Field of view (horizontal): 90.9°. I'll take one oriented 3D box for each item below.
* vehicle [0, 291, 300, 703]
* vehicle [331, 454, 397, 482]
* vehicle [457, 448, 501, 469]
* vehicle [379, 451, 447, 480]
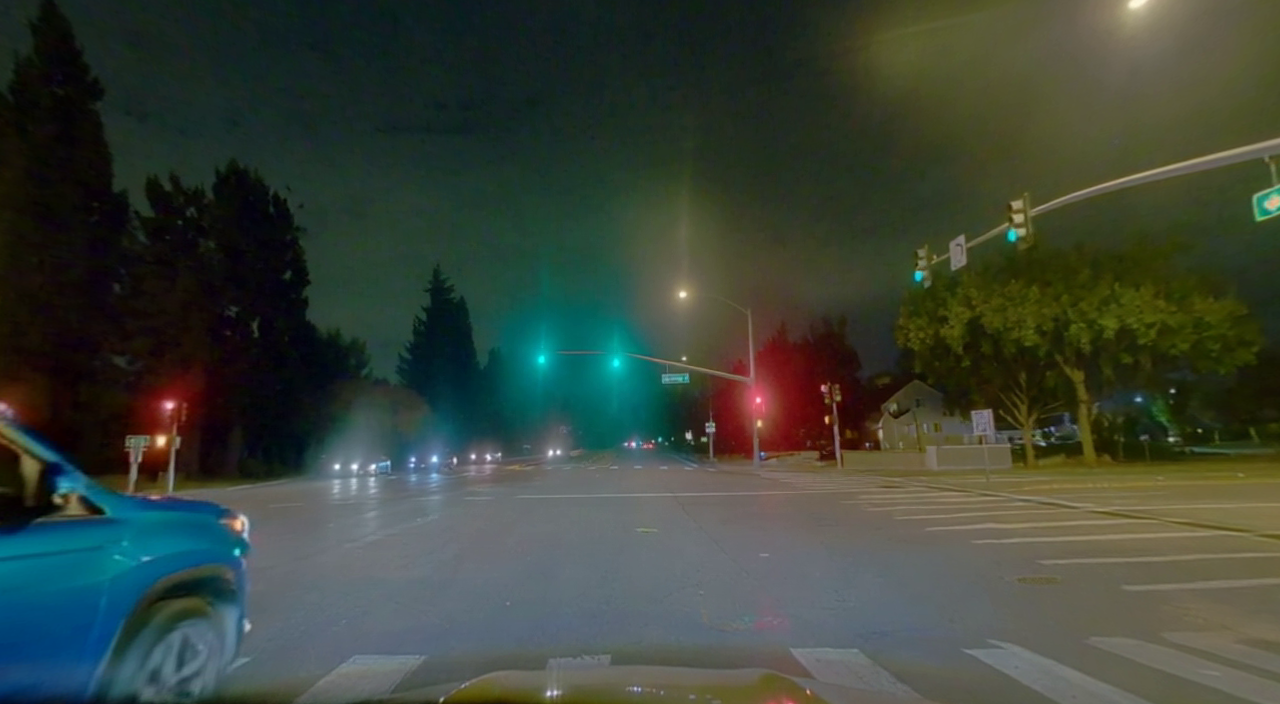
[{"bbox_3d":[-3.110,0.633,1.436,2.123,1.799,4.425,0,-8,1],"label":"vehicle"},{"bbox_3d":[-16.138,6.789,37.102,1.830,1.440,4.351,0,-8,1],"label":"vehicle"},{"bbox_3d":[-11.843,7.848,46.508,1.980,1.452,4.318,0,-8,2],"label":"vehicle"},{"bbox_3d":[-12.554,6.269,35.162,2.028,1.455,4.421,0,-8,2],"label":"vehicle"}]
